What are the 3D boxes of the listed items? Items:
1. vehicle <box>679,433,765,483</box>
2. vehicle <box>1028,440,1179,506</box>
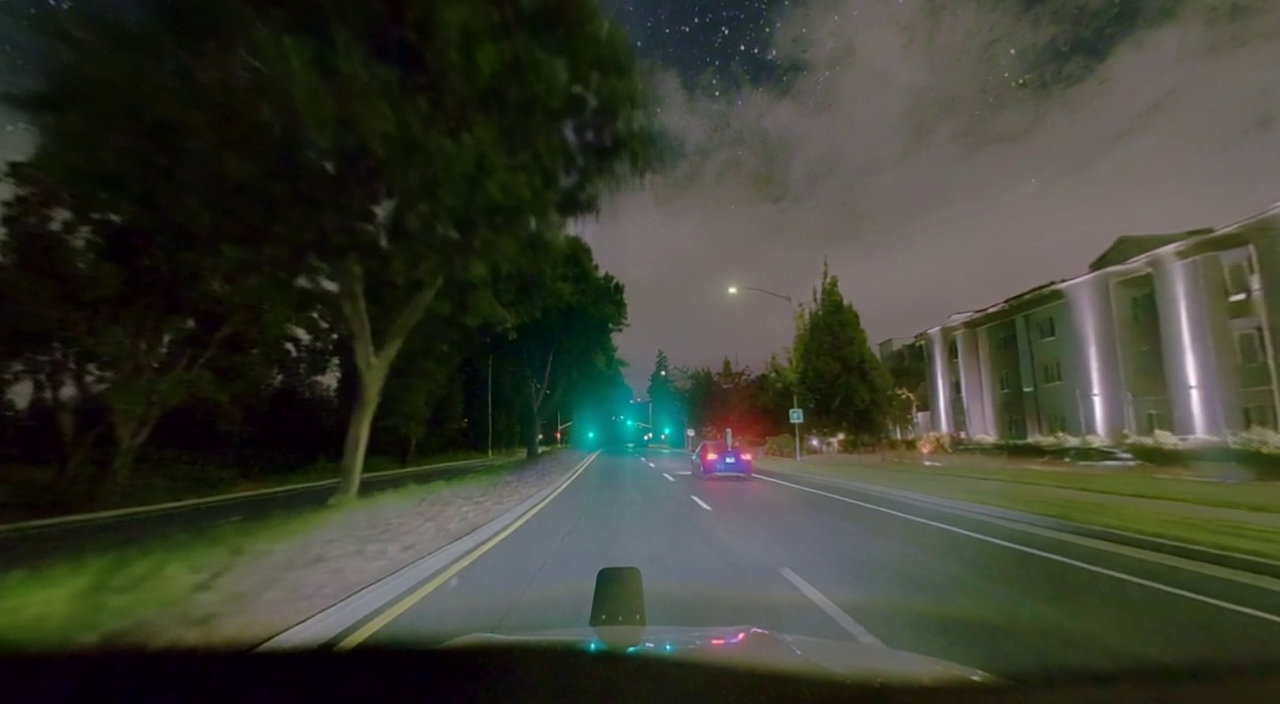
[{"bbox_3d":[2.607,3.494,21.223,2.114,1.493,4.430,0,-8,-2],"label":"vehicle"},{"bbox_3d":[20.877,5.521,28.687,5.101,1.694,2.158,10,-23,1],"label":"vehicle"}]
